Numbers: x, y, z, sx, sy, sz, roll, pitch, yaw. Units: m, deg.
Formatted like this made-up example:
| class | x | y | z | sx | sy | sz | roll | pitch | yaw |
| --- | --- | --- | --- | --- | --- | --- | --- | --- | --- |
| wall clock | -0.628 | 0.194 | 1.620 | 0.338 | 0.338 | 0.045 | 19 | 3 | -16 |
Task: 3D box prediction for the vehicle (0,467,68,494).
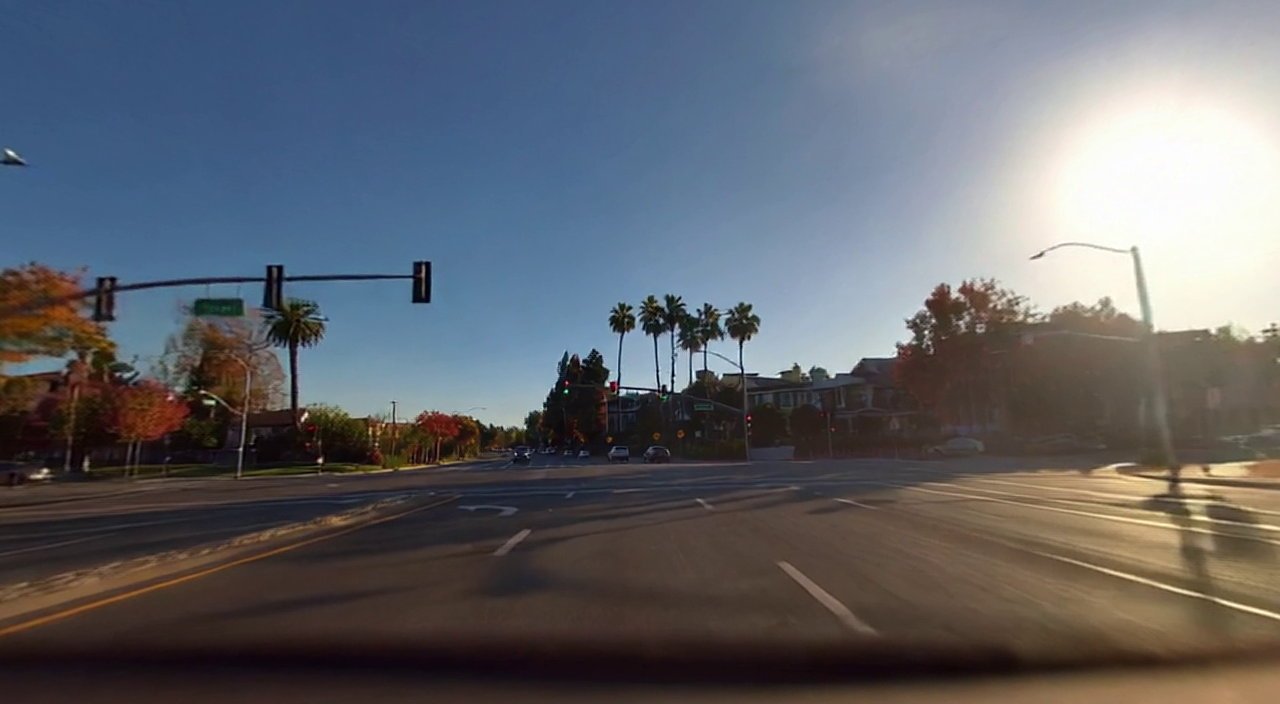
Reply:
| class | x | y | z | sx | sy | sz | roll | pitch | yaw |
| --- | --- | --- | --- | --- | --- | --- | --- | --- | --- |
| vehicle | -41.575 | 8.581 | 42.165 | 4.650 | 1.604 | 2.011 | -1 | -8 | 2 |
